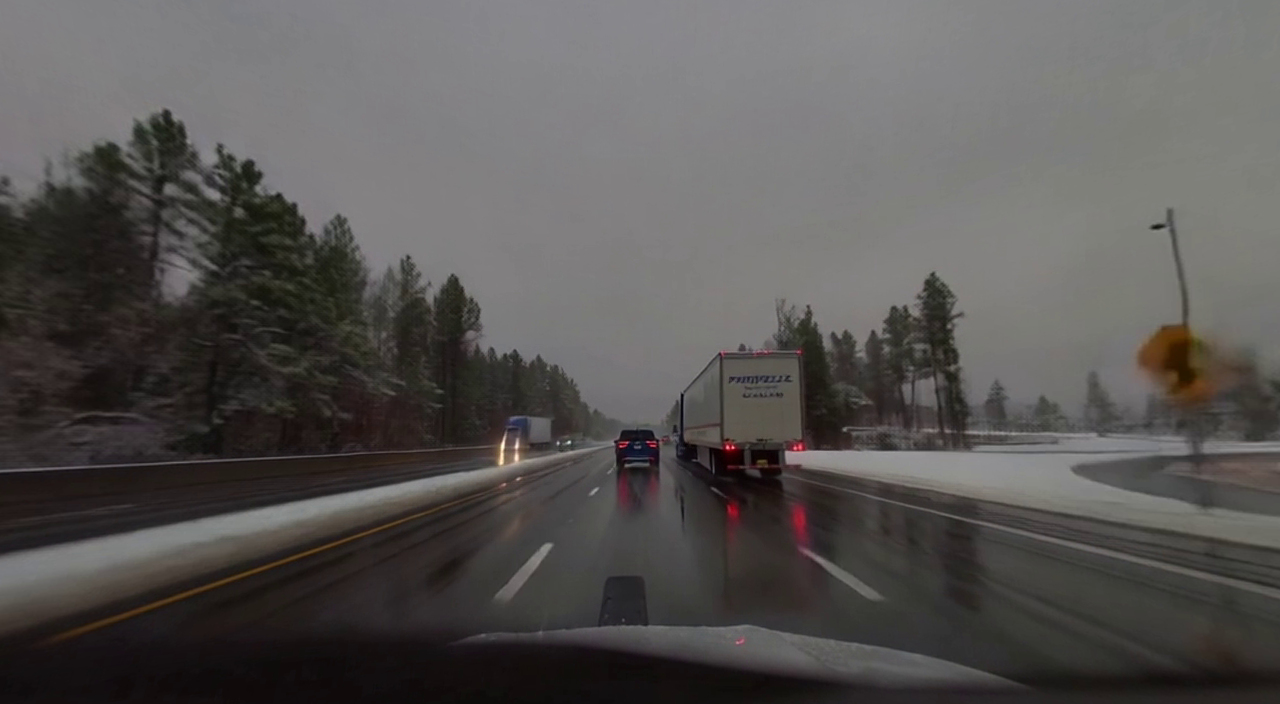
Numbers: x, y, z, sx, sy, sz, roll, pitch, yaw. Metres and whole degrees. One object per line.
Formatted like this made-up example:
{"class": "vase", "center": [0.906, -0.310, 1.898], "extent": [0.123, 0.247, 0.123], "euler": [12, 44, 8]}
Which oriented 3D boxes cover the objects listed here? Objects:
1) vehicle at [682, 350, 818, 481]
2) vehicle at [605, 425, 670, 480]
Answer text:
{"class": "vehicle", "center": [4.042, 3.214, 28.408], "extent": [2.899, 4.160, 16.621], "euler": [0, -8, -1]}
{"class": "vehicle", "center": [-0.093, 3.767, 23.800], "extent": [2.222, 1.848, 4.610], "euler": [0, -8, 0]}
